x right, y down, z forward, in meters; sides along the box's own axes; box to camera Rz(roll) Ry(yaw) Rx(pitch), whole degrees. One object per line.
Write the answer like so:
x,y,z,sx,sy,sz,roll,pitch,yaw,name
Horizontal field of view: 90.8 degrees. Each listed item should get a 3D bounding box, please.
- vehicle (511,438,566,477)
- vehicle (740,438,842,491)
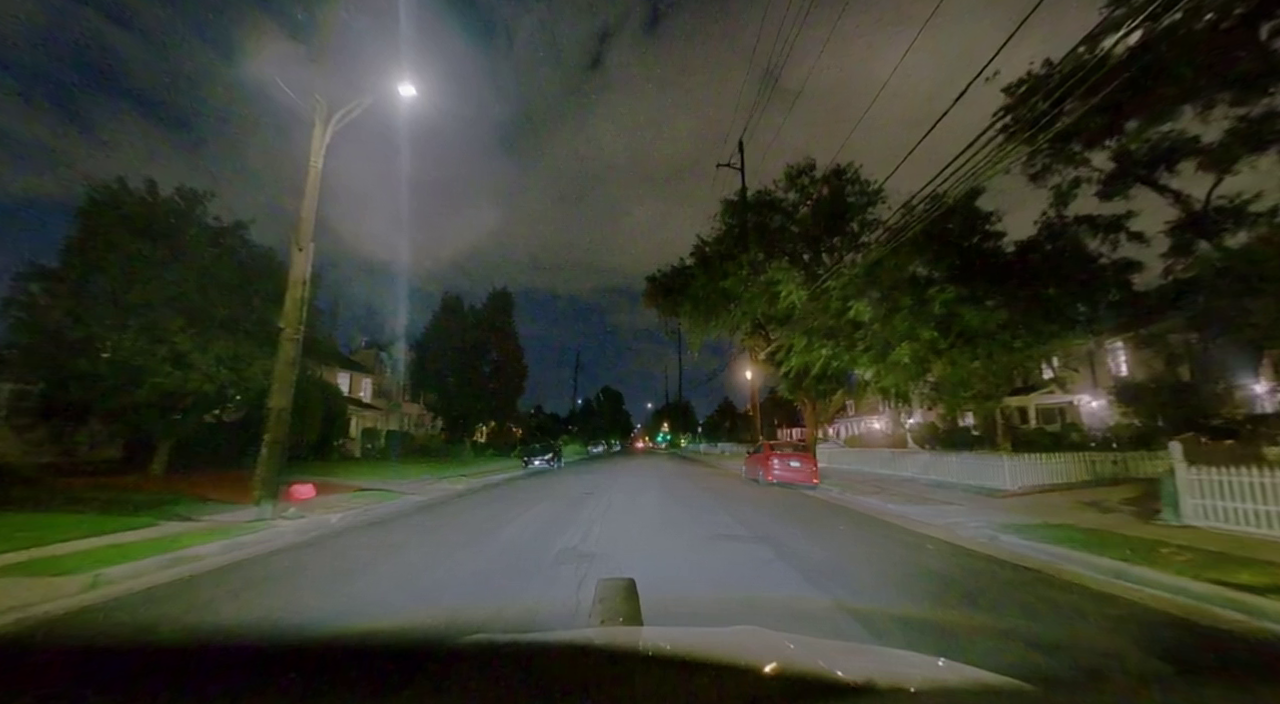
-5.069,5.284,32.096,1.970,1.666,4.223,-3,-7,1,vehicle
4.806,3.638,20.823,2.170,1.549,4.178,0,-8,-2,vehicle
